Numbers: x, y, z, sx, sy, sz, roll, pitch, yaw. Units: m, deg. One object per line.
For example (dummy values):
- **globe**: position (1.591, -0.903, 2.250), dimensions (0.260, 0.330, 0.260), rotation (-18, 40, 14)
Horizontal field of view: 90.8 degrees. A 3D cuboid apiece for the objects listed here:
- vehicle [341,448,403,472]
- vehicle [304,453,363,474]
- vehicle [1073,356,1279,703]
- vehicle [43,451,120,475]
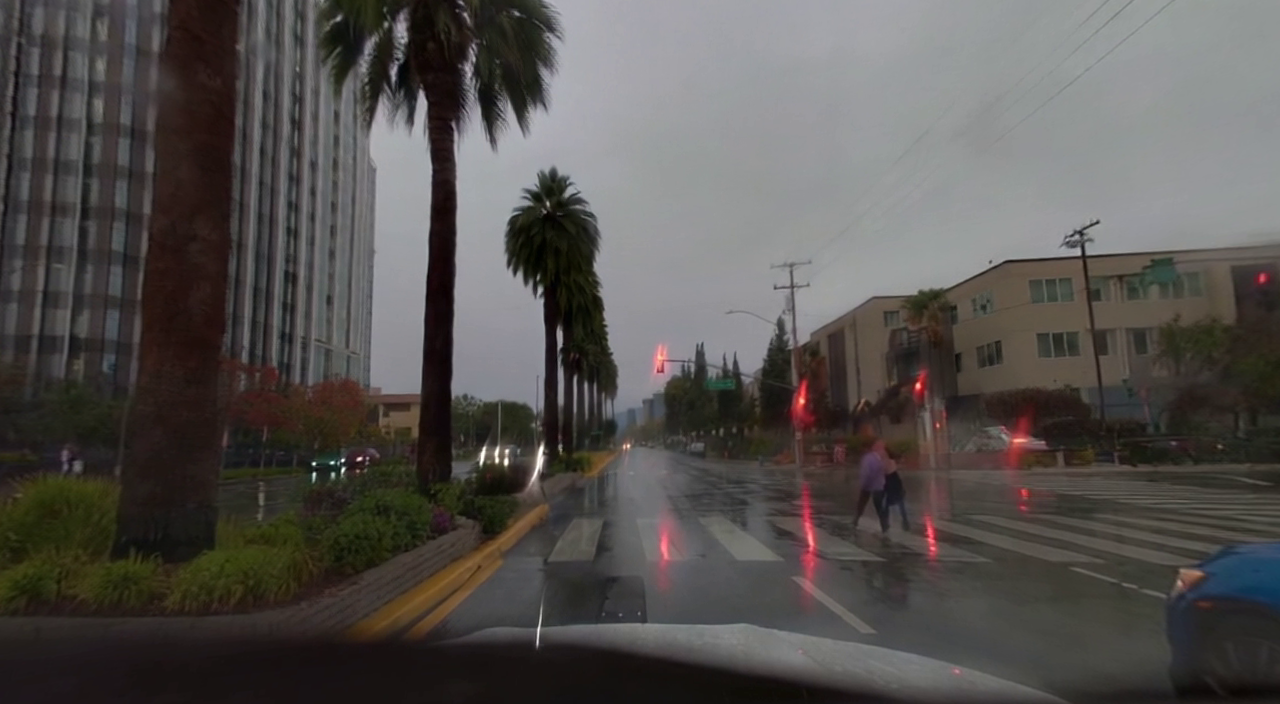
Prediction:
- **vehicle**: position (-19.714, 7.960, 46.763), dimensions (2.357, 1.678, 5.014), rotation (0, -9, 0)
- **vehicle**: position (-23.691, 8.587, 49.044), dimensions (1.955, 1.480, 5.163), rotation (0, -9, 1)
- **vehicle**: position (3.296, 0.666, 1.112), dimensions (2.060, 1.631, 4.169), rotation (0, -9, 0)
- **vehicle**: position (-41.623, 8.265, 47.220), dimensions (1.804, 1.598, 4.362), rotation (0, -8, -2)
